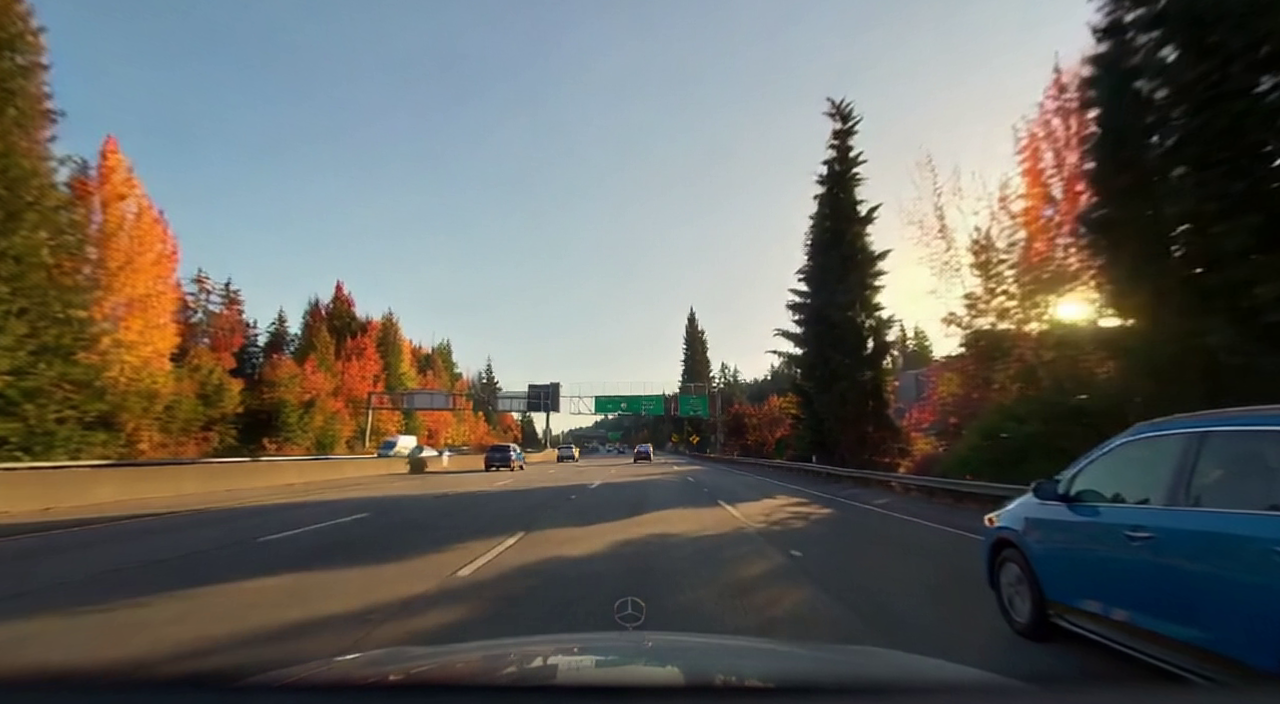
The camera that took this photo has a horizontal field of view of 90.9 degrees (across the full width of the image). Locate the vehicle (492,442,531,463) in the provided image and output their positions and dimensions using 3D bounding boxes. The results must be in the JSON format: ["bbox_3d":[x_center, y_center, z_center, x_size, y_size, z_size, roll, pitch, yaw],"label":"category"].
[{"bbox_3d":[-9.643,7.562,47.712,1.965,1.473,4.313,0,-8,1],"label":"vehicle"}]

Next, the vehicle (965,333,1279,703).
[{"bbox_3d":[3.350,0.796,2.258,2.120,1.706,4.226,0,-8,1],"label":"vehicle"}]

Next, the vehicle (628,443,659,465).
[{"bbox_3d":[0.223,6.935,43.023,1.985,1.450,4.266,0,-8,0],"label":"vehicle"}]
